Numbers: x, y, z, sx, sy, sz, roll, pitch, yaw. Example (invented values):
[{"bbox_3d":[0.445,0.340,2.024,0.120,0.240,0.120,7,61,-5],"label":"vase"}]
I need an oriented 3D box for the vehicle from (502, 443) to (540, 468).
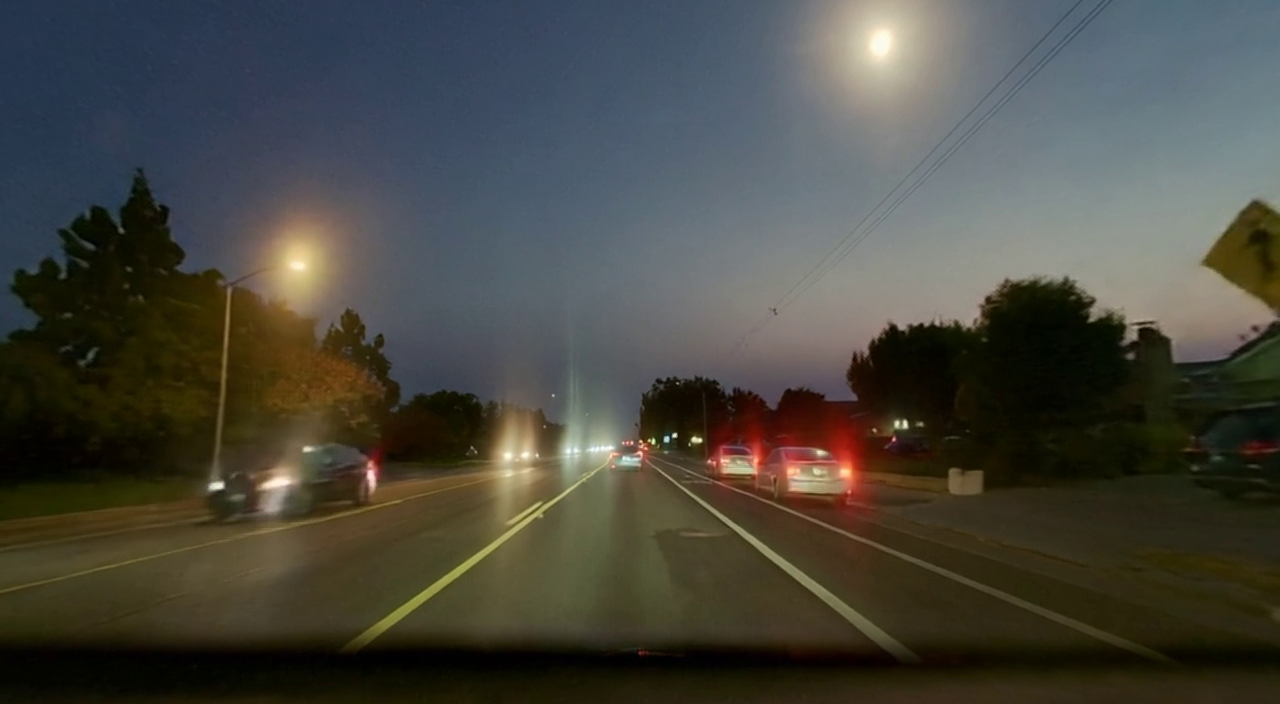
[{"bbox_3d":[-9.037,7.849,48.164,1.999,1.806,4.479,0,-9,0],"label":"vehicle"}]

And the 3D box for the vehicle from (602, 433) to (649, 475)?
[{"bbox_3d":[-0.704,5.076,31.642,2.153,1.942,4.767,0,-9,-1],"label":"vehicle"}]

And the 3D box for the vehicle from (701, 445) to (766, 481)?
[{"bbox_3d":[4.143,5.004,28.898,2.001,1.480,5.022,0,-9,-2],"label":"vehicle"}]

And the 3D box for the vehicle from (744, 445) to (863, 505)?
[{"bbox_3d":[4.435,3.394,18.008,1.963,1.469,4.709,0,-9,-2],"label":"vehicle"}]

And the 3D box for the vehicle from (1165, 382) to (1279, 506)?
[{"bbox_3d":[12.424,1.580,10.852,4.870,1.926,2.094,0,-9,-1],"label":"vehicle"}]

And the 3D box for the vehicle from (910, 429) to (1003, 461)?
[{"bbox_3d":[17.955,5.283,35.955,4.172,1.705,2.032,1,-9,-7],"label":"vehicle"}]

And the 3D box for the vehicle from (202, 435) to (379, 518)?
[{"bbox_3d":[-8.216,2.930,15.433,1.945,1.712,4.240,0,-9,-1],"label":"vehicle"}]
